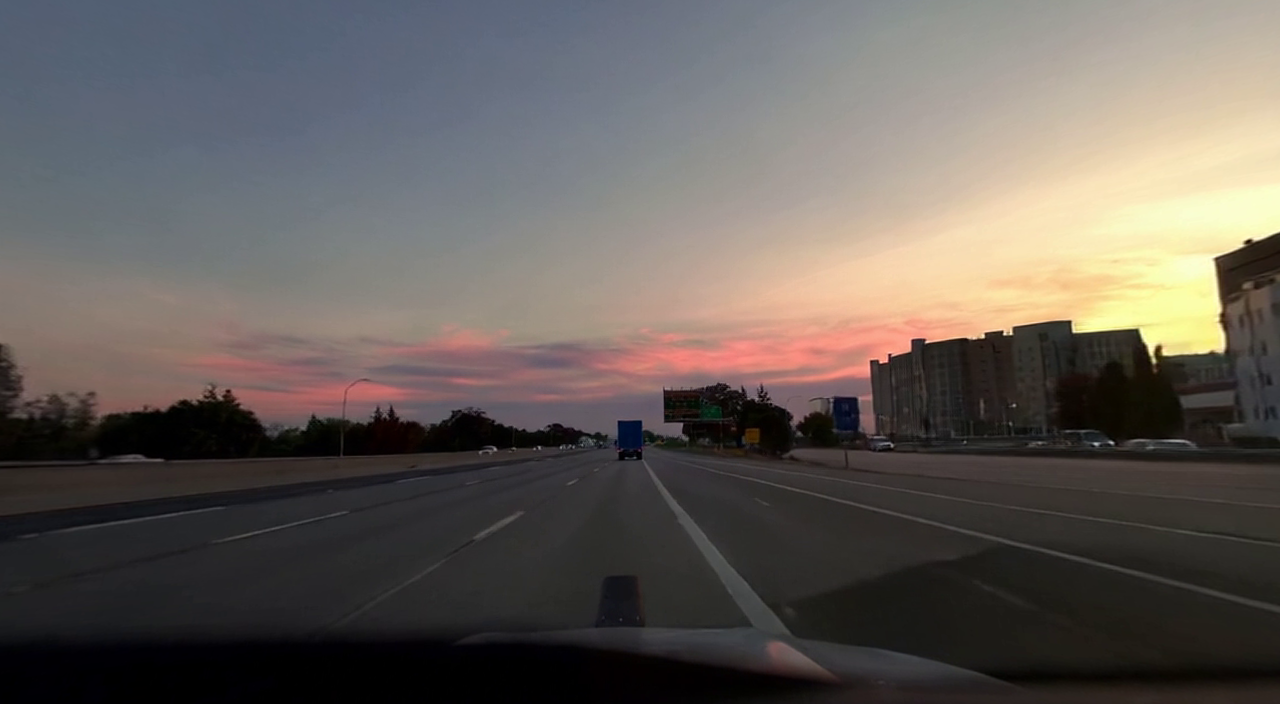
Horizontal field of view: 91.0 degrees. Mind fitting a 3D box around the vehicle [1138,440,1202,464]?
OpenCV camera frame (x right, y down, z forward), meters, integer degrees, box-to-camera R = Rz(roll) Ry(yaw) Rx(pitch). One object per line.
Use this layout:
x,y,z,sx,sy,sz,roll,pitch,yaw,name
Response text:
35.143,6.619,41.902,1.802,1.508,4.220,-4,-9,20,vehicle
